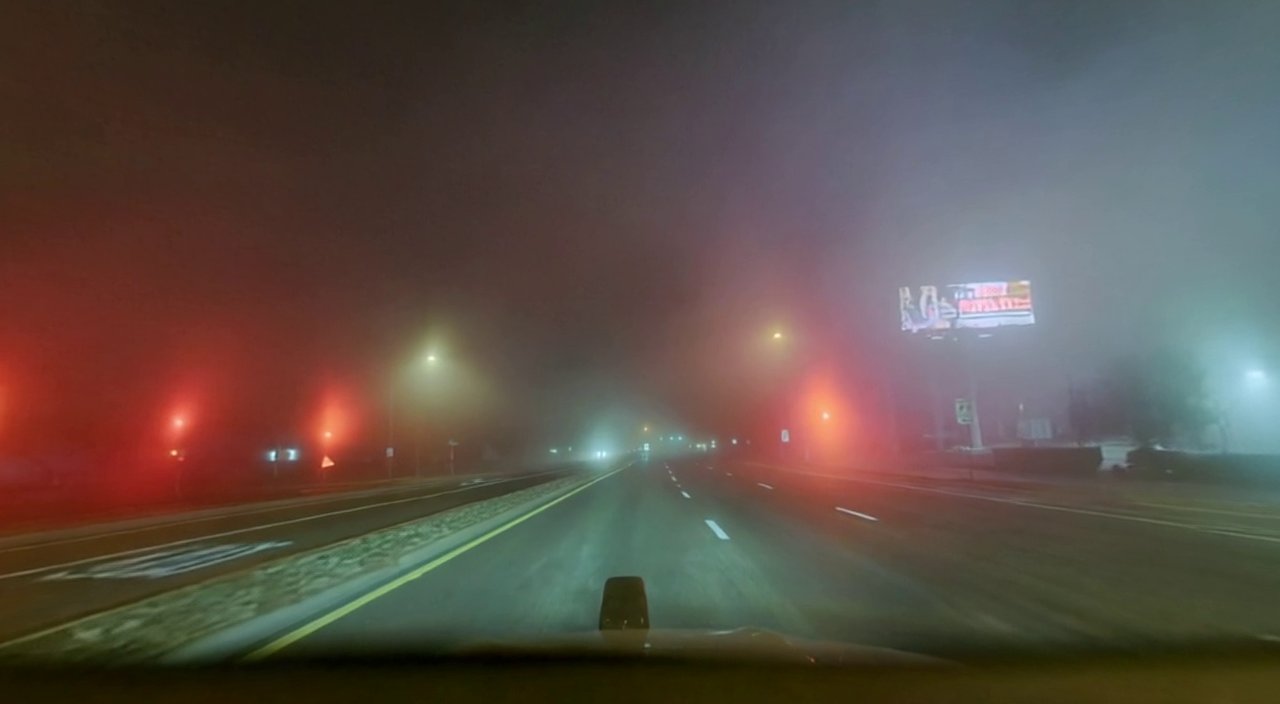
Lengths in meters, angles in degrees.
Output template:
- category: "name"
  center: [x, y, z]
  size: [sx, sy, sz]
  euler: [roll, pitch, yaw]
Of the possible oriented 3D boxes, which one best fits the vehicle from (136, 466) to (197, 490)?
- category: "vehicle"
  center: [-36.852, 9.806, 49.185]
  size: [1.736, 1.540, 3.854]
  euler: [1, -7, 0]
